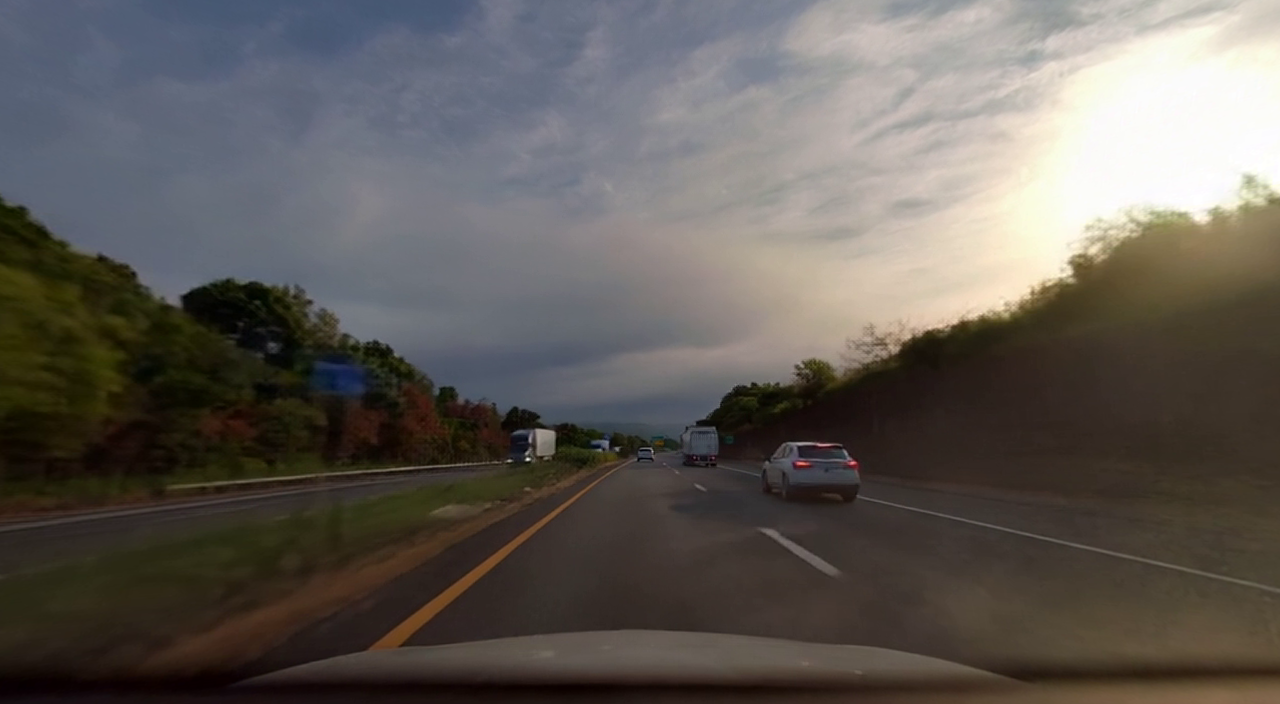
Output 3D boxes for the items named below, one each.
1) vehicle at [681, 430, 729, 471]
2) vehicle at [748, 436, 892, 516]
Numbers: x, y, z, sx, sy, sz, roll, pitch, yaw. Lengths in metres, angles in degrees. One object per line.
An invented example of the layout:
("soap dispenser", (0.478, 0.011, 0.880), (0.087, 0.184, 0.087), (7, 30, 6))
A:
("vehicle", (4.207, 6.484, 41.599), (2.423, 2.517, 5.055), (0, -9, -2))
("vehicle", (3.871, 2.735, 14.338), (2.043, 1.542, 3.881), (0, -9, -1))
